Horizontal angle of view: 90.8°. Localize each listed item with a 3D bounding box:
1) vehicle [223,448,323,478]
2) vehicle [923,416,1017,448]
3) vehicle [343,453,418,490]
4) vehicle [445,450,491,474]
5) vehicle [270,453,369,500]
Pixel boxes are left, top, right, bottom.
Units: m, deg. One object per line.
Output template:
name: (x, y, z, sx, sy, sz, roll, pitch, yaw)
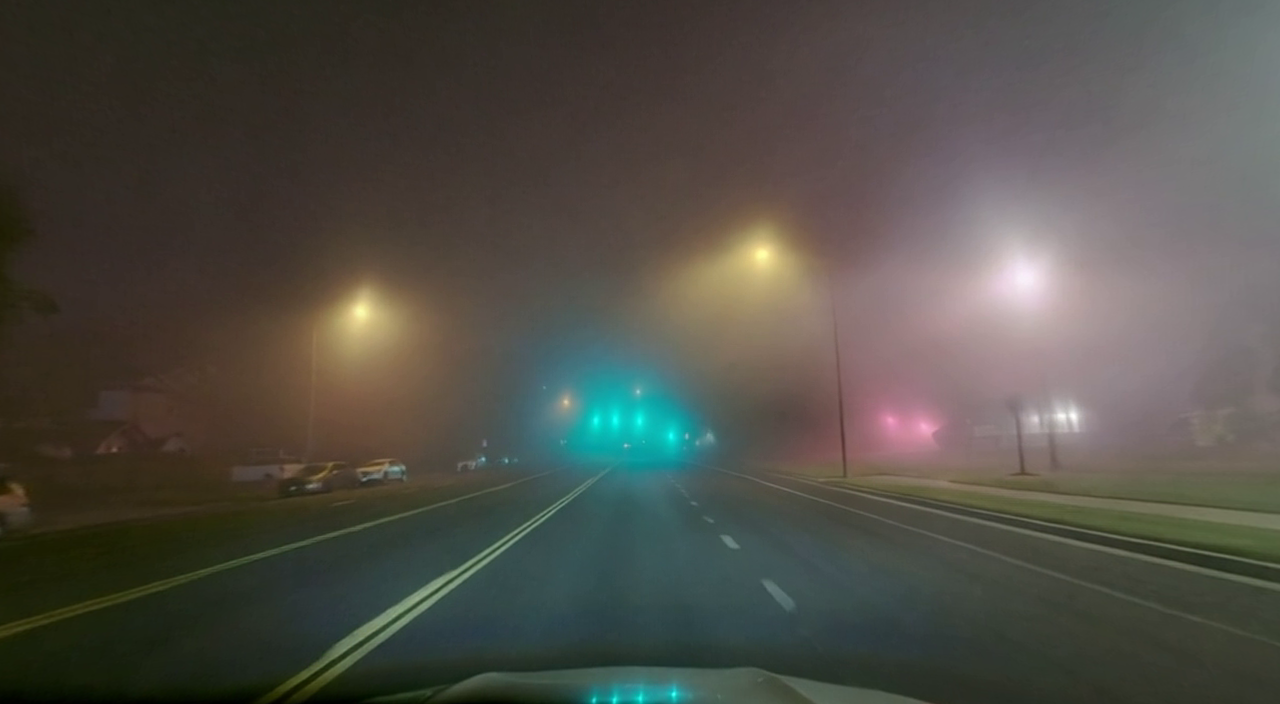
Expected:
vehicle: (-20.927, 6.340, 36.150, 4.498, 1.623, 1.903, 0, -9, 1)
vehicle: (17.501, 4.304, 33.643, 1.726, 1.620, 3.938, 7, -11, -37)
vehicle: (-12.699, 5.849, 31.192, 1.909, 1.477, 4.345, -3, -8, -1)
vehicle: (-12.580, 8.063, 46.584, 2.078, 1.618, 4.650, 0, -8, 0)
vehicle: (-12.670, 4.908, 25.291, 1.828, 1.510, 4.149, -4, -8, 0)
